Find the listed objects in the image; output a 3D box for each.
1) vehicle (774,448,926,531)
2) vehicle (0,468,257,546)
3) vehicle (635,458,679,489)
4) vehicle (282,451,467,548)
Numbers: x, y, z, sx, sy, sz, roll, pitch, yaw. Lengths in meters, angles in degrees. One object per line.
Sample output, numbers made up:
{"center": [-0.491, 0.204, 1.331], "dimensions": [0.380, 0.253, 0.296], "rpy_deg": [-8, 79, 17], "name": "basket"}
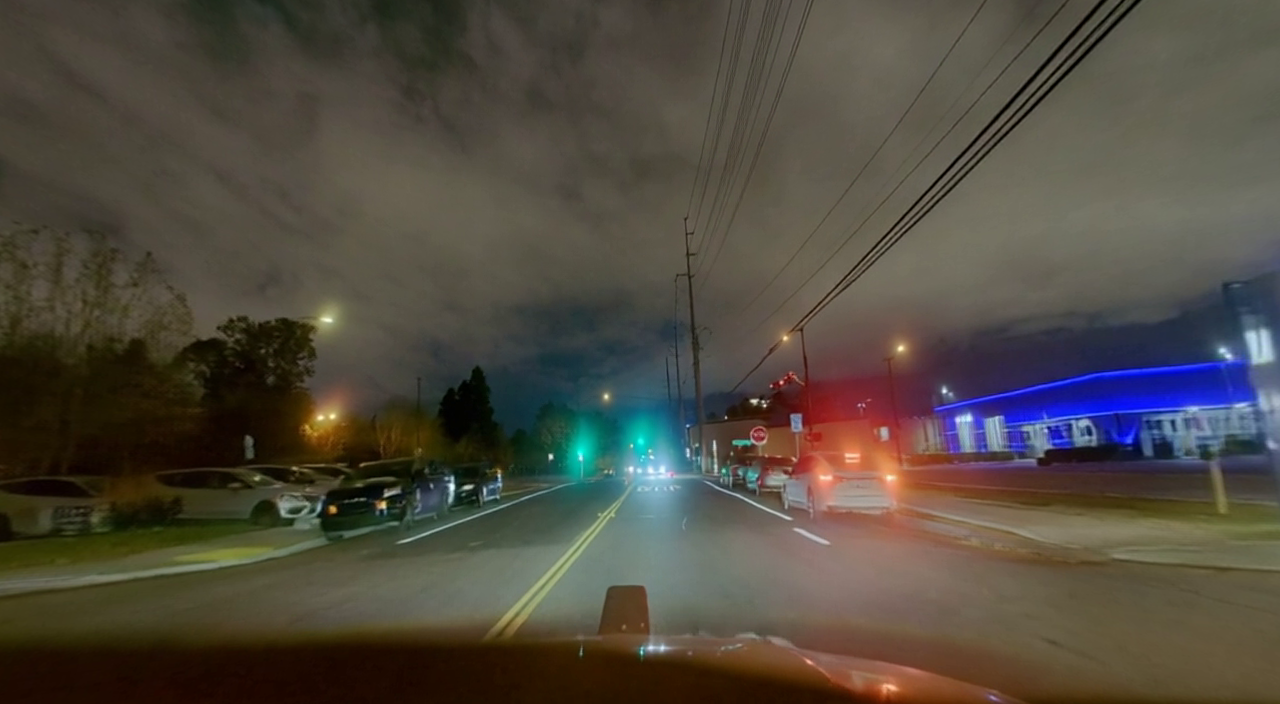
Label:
{"center": [4.270, 2.827, 13.647], "dimensions": [1.840, 1.452, 4.517], "rpy_deg": [0, -8, 2], "name": "vehicle"}
{"center": [-11.673, 3.375, 14.003], "dimensions": [4.968, 1.493, 1.961], "rpy_deg": [0, -8, -2], "name": "vehicle"}
{"center": [1.038, 6.709, 35.143], "dimensions": [2.033, 1.464, 4.645], "rpy_deg": [-1, -9, 7], "name": "vehicle"}
{"center": [-5.756, 3.206, 14.593], "dimensions": [2.146, 1.775, 5.117], "rpy_deg": [0, -8, -1], "name": "vehicle"}
